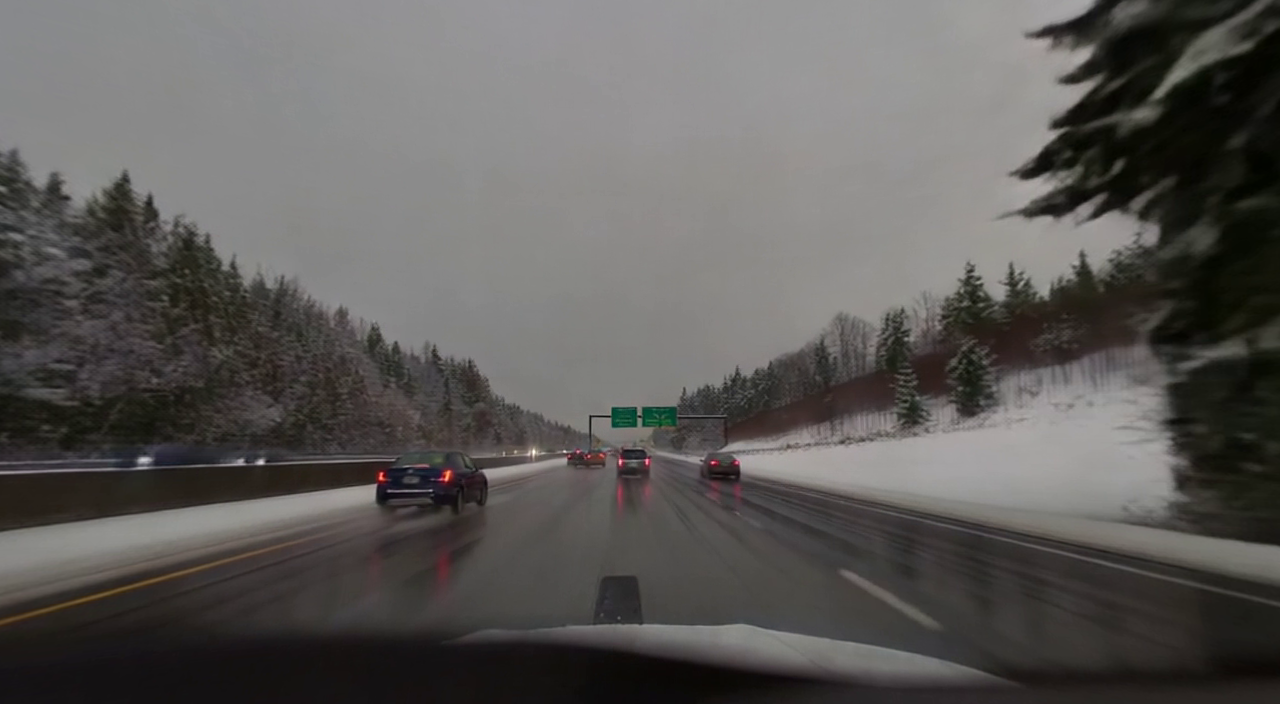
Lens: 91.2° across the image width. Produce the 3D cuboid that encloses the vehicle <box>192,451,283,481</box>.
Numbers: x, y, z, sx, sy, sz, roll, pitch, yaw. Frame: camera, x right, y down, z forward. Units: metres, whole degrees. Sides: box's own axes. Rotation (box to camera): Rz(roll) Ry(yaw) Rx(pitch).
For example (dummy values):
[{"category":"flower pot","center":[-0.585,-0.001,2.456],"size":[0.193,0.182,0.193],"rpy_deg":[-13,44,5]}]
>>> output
[{"category":"vehicle","center":[-22.418,6.339,35.144],"size":[2.012,1.564,4.573],"rpy_deg":[0,-9,0]}]

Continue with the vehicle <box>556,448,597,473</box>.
[{"category":"vehicle","center":[-4.619,7.972,46.211],"size":[2.545,1.679,4.267],"rpy_deg":[0,-9,0]}]

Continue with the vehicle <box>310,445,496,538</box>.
[{"category":"vehicle","center":[-4.306,2.575,12.214],"size":[2.017,1.469,4.113],"rpy_deg":[0,-9,0]}]

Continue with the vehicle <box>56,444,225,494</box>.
[{"category":"vehicle","center":[-18.342,4.296,23.445],"size":[2.186,1.631,4.951],"rpy_deg":[0,-9,1]}]

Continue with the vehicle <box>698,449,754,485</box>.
[{"category":"vehicle","center":[4.102,5.535,30.524],"size":[2.035,1.571,4.413],"rpy_deg":[0,-9,-1]}]

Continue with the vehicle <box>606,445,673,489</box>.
[{"category":"vehicle","center":[-0.041,4.891,26.956],"size":[2.634,1.679,4.070],"rpy_deg":[0,-9,-1]}]
